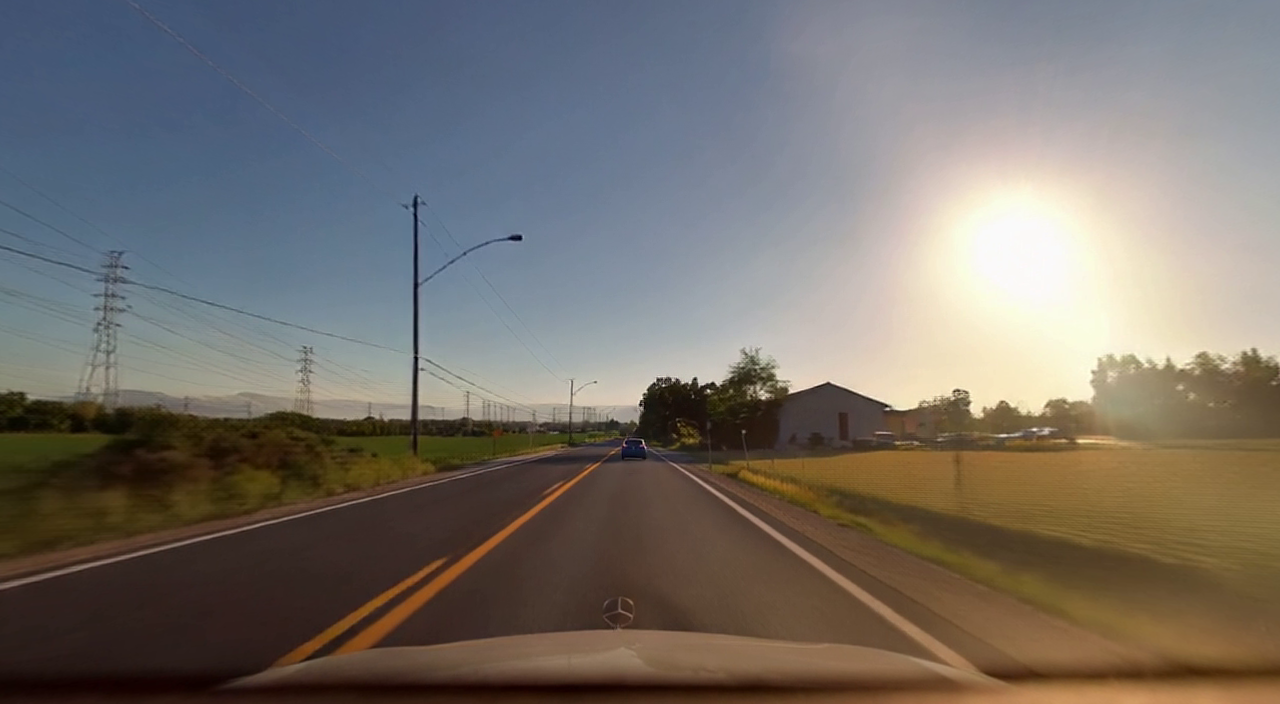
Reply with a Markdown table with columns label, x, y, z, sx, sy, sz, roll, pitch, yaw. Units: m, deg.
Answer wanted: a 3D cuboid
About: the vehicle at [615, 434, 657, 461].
| label | x | y | z | sx | sy | sz | roll | pitch | yaw |
| --- | --- | --- | --- | --- | --- | --- | --- | --- | --- |
| vehicle | -0.227 | 5.391 | 35.884 | 2.241 | 1.471 | 3.829 | 0 | -8 | -1 |
